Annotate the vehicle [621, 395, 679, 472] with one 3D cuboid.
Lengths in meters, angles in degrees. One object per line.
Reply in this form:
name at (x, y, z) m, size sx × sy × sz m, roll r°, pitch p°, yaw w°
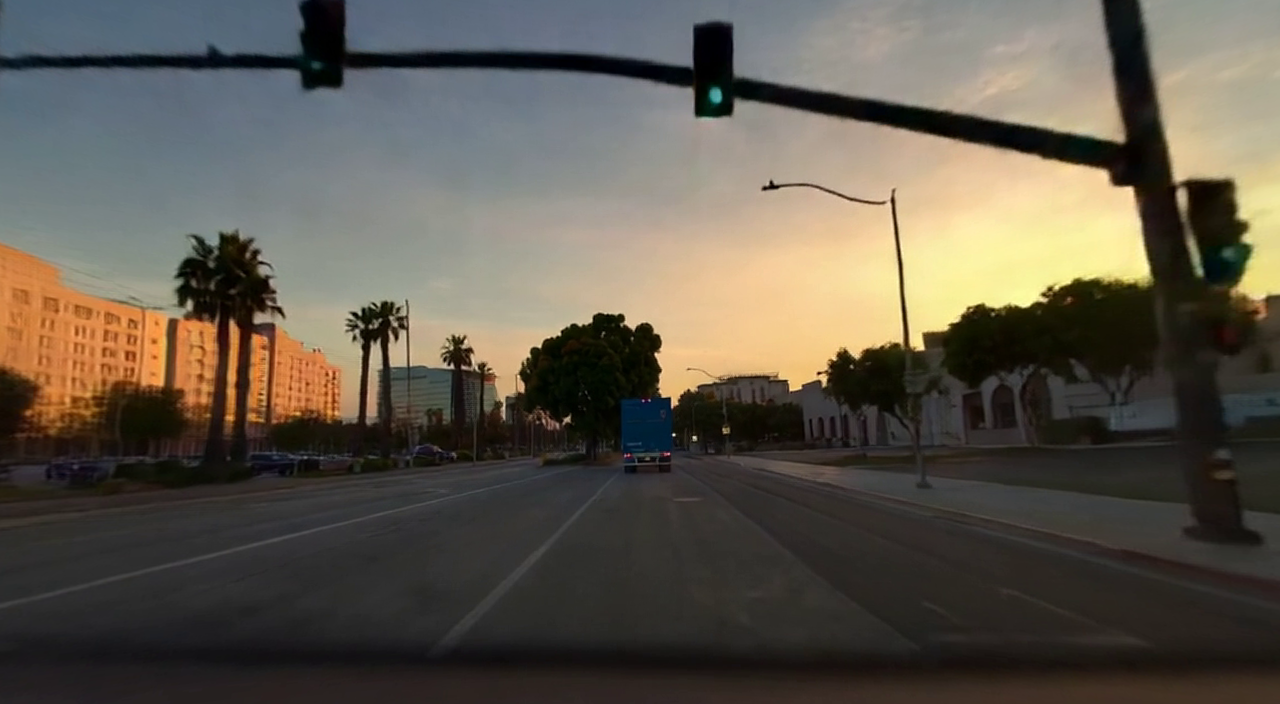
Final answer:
vehicle at (0.371, 5.097, 38.341) m, size 2.992 × 3.949 × 11.815 m, roll 0°, pitch -9°, yaw -1°
